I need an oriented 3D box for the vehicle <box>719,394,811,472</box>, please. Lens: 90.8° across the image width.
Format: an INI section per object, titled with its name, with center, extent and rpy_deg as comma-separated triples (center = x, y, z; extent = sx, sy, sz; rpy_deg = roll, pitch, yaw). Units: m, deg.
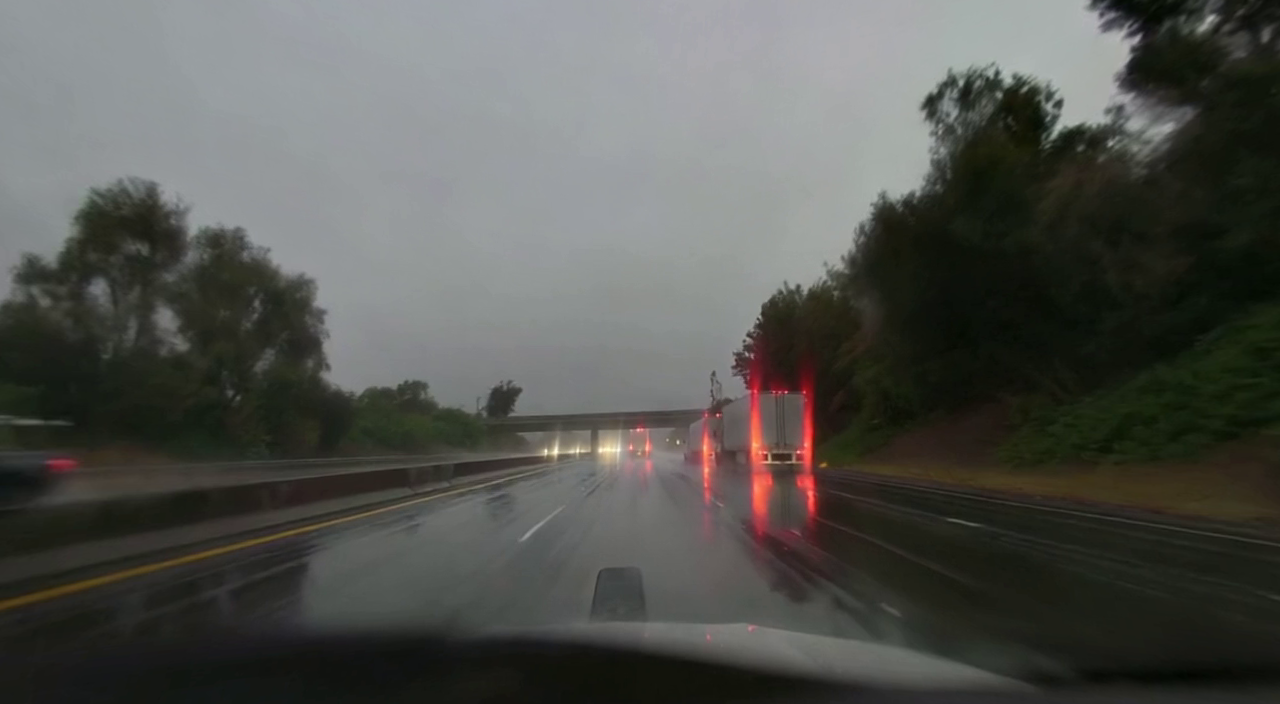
[vehicle]
center = 7.479, 5.379, 40.475
extent = 2.906, 4.070, 14.134
rpy_deg = 0, -9, -1
